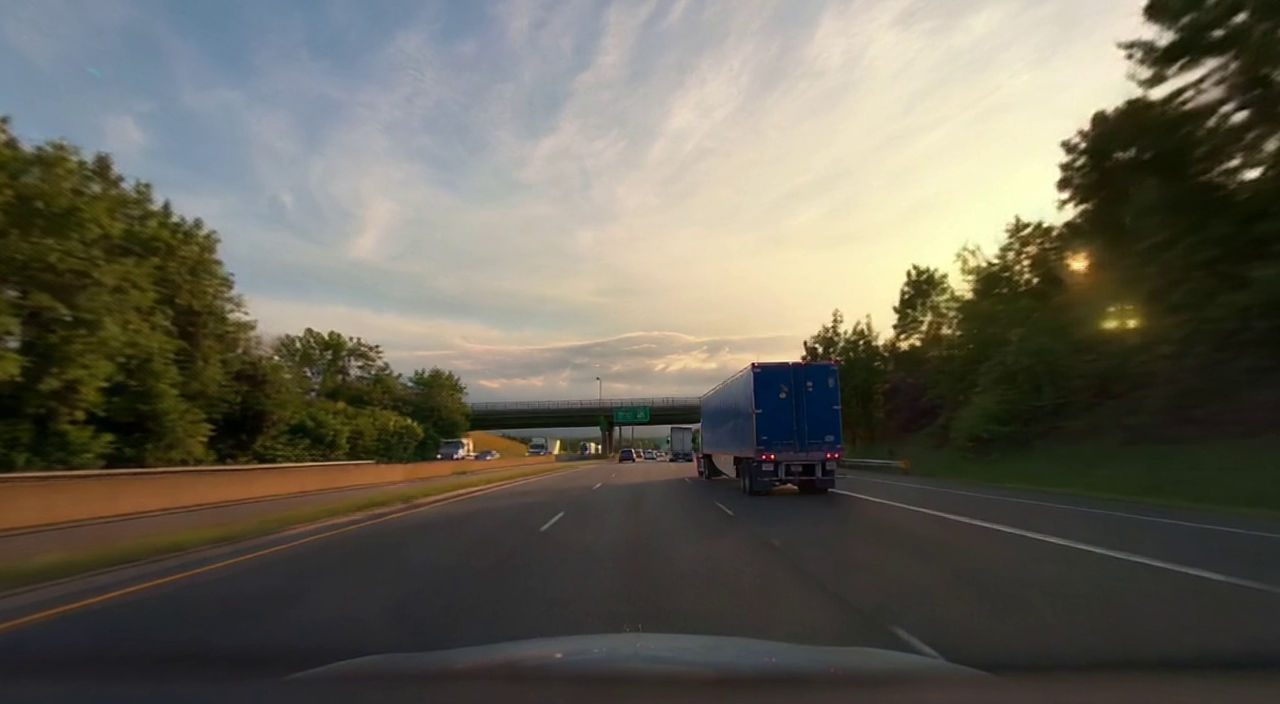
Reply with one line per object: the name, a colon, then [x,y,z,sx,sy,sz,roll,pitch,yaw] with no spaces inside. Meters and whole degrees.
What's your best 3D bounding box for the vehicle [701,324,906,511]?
vehicle: [4.195,2.469,20.741,2.825,4.054,14.210,0,-9,0]
